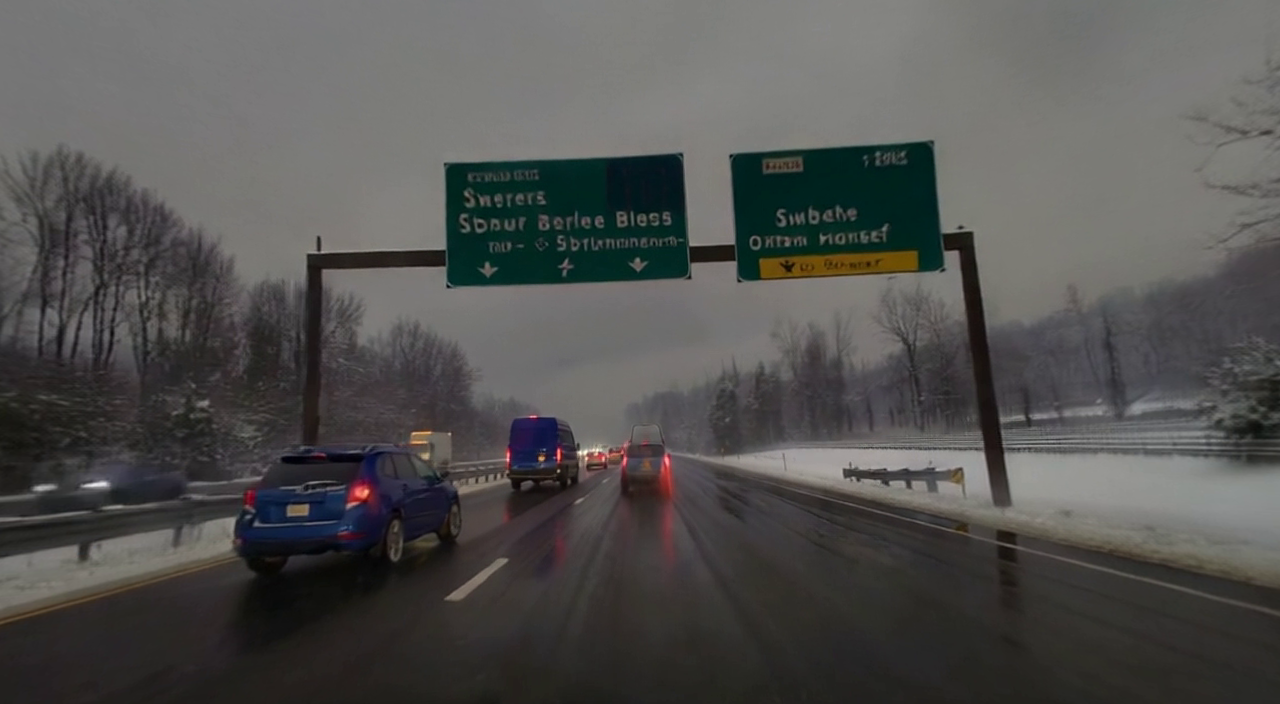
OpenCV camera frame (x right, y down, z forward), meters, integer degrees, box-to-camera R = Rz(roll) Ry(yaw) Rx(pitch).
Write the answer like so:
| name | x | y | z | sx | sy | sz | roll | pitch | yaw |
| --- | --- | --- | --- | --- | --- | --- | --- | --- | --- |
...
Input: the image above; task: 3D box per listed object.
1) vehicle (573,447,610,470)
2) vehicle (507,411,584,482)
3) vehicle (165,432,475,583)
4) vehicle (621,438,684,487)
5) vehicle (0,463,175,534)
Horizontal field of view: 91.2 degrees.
| name | x | y | z | sx | sy | sz | roll | pitch | yaw |
| --- | --- | --- | --- | --- | --- | --- | --- | --- | --- |
| vehicle | -3.223 | 7.135 | 42.178 | 2.015 | 1.496 | 4.312 | -1 | -9 | 2 |
| vehicle | -3.866 | 4.053 | 26.903 | 2.275 | 2.692 | 5.810 | 0 | -9 | 1 |
| vehicle | -3.745 | 1.873 | 8.325 | 1.977 | 1.485 | 3.973 | 0 | -9 | 0 |
| vehicle | 0.447 | 4.134 | 23.756 | 2.195 | 1.679 | 4.070 | 0 | -9 | 1 |
| vehicle | -14.926 | 3.766 | 16.628 | 1.832 | 1.494 | 4.349 | 0 | -9 | 0 |
